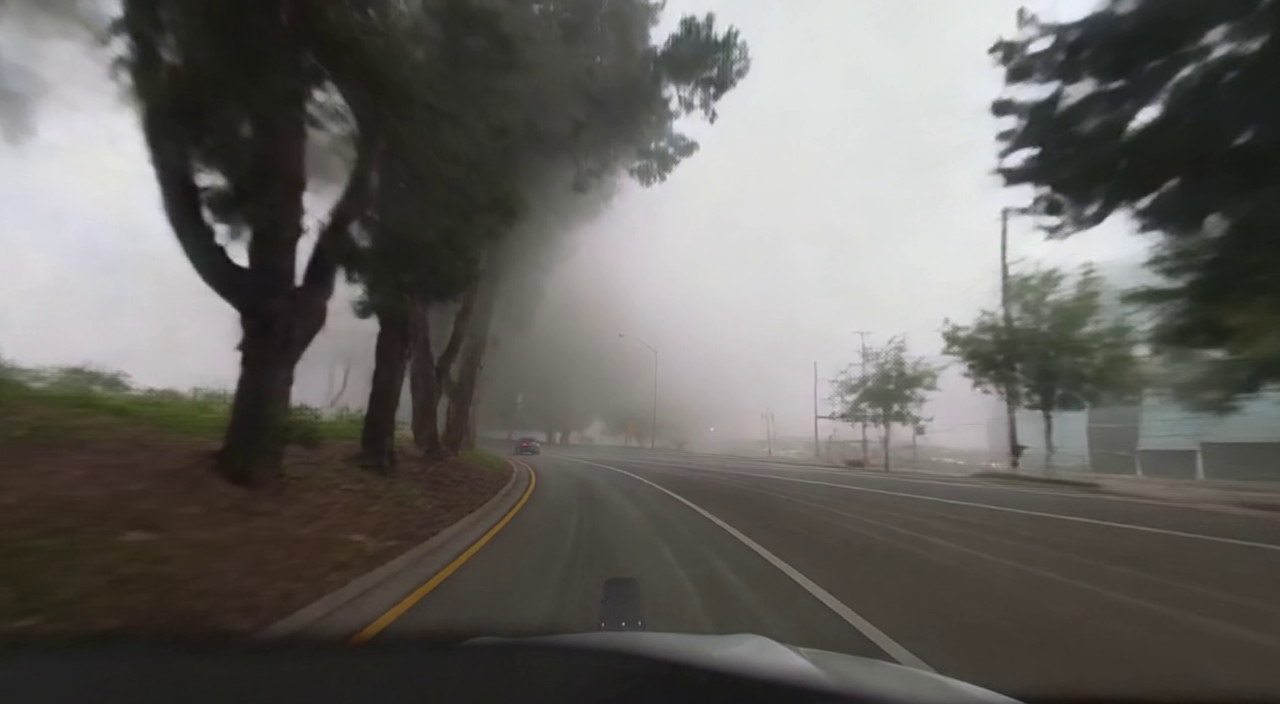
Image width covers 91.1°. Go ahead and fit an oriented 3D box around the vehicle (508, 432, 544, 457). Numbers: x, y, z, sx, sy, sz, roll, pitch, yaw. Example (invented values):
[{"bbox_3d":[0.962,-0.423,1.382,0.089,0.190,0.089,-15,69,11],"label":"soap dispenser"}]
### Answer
[{"bbox_3d":[-8.579,6.924,47.003,1.947,1.729,4.051,3,-9,-19],"label":"vehicle"}]
